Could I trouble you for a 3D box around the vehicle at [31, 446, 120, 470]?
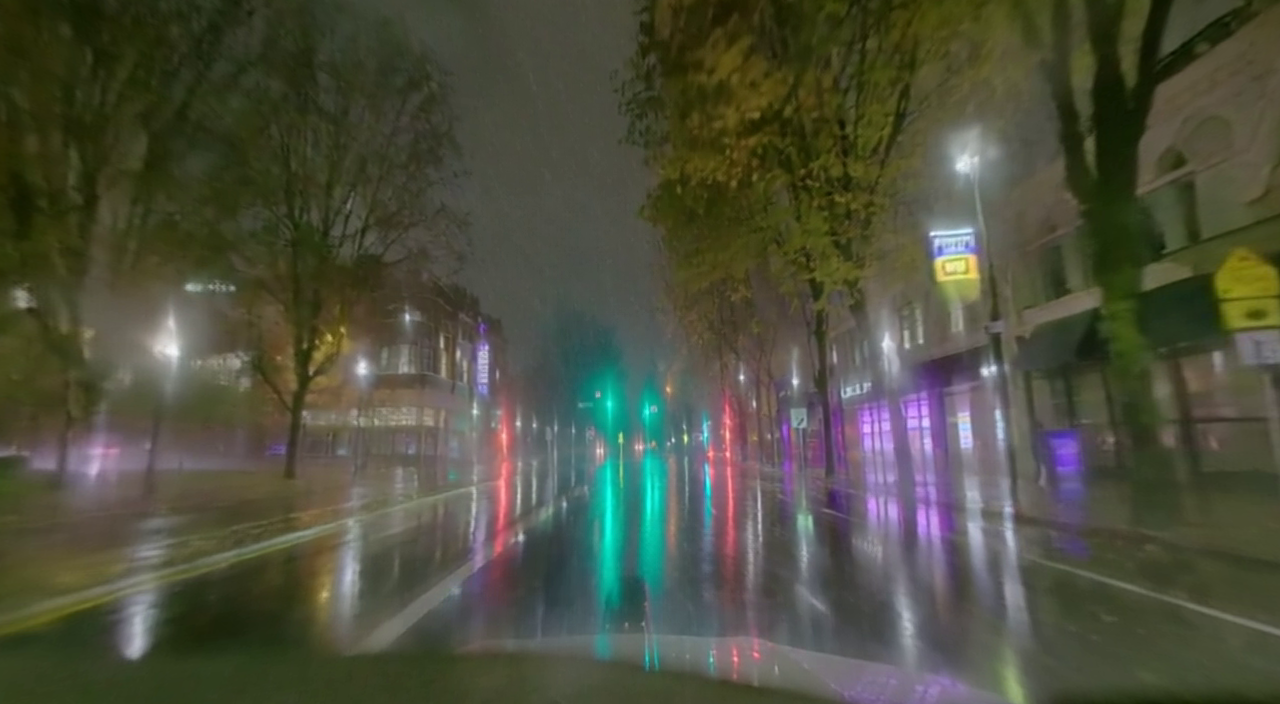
[{"bbox_3d":[-44.167,8.290,49.415,4.973,1.790,1.987,0,-8,-1],"label":"vehicle"}]
